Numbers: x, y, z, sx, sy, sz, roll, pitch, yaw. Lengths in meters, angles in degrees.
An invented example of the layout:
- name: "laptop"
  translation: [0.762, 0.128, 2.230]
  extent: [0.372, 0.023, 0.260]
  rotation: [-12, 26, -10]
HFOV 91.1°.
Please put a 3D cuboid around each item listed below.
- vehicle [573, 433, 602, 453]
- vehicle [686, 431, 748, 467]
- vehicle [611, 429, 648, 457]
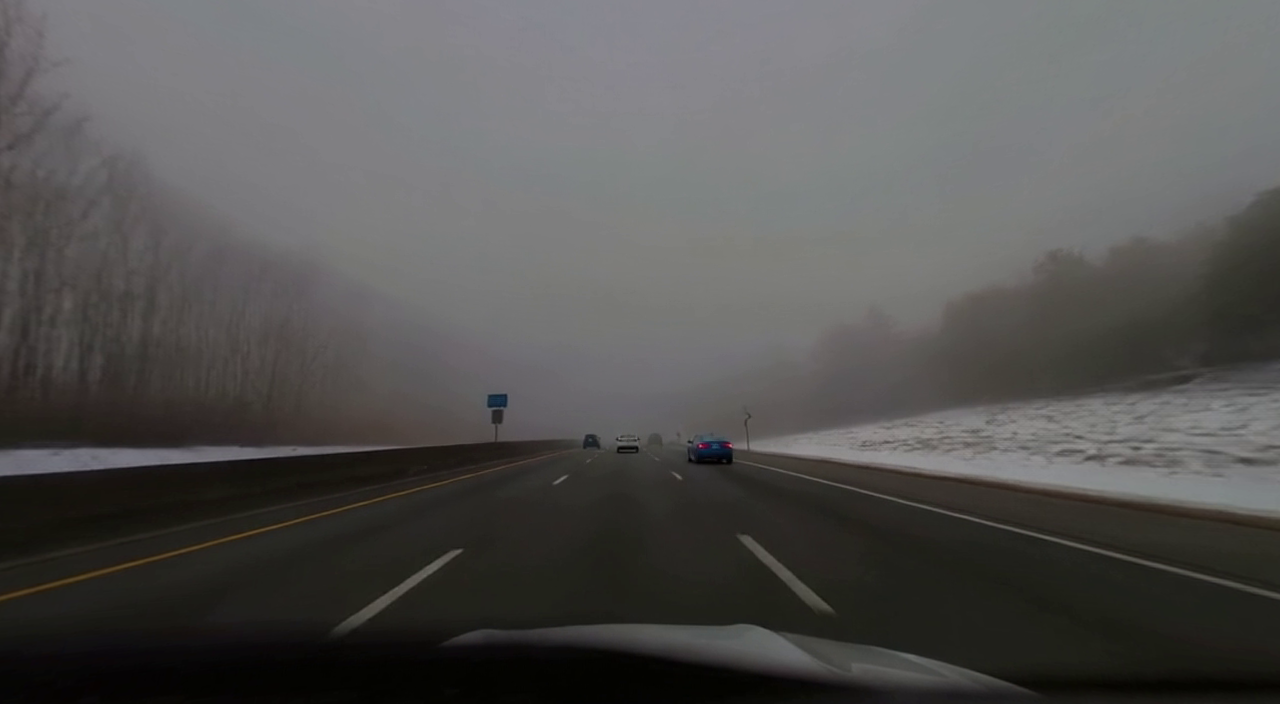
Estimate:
- name: "vehicle"
  translation: [-4.087, 7.169, 49.760]
  extent: [2.041, 1.546, 4.080]
  rotation: [0, -8, -1]
- name: "vehicle"
  translation: [3.382, 4.338, 28.479]
  extent: [2.056, 1.479, 4.660]
  rotation: [0, -8, -2]
- name: "vehicle"
  translation: [-0.658, 5.708, 39.529]
  extent: [2.182, 1.680, 4.253]
  rotation: [0, -8, -1]
